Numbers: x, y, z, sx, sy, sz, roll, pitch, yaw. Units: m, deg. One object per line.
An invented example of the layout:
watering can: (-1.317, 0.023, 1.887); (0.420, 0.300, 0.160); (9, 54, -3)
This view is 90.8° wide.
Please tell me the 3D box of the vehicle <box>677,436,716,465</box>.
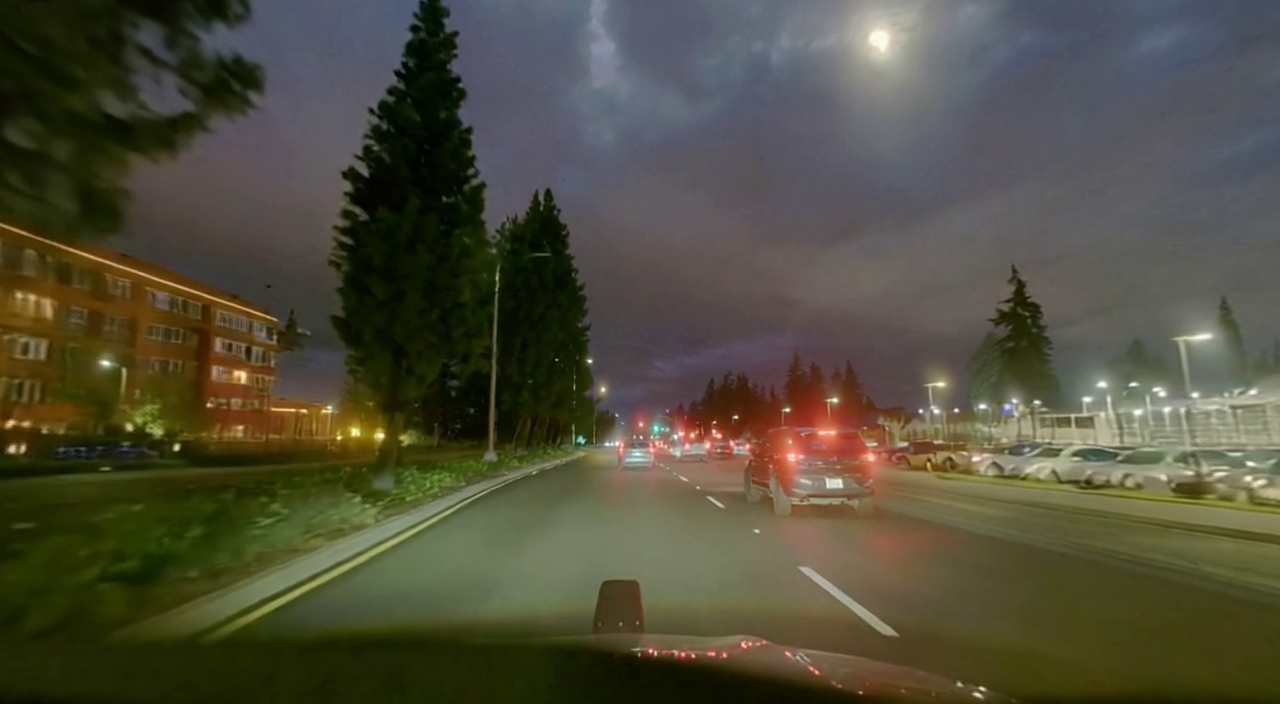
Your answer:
vehicle: (3.506, 6.205, 39.778); (1.976, 1.725, 4.159); (0, -9, -1)

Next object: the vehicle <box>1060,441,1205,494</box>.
vehicle: (17.420, 4.070, 22.368); (4.369, 1.689, 2.230); (5, -11, -26)

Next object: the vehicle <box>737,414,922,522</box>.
vehicle: (3.571, 2.328, 13.143); (2.235, 1.806, 4.818); (0, -9, -1)

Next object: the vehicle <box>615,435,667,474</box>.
vehicle: (-0.005, 4.493, 27.777); (2.145, 1.572, 4.021); (0, -9, -1)

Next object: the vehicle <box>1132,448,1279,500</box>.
vehicle: (17.468, 3.706, 19.524); (3.922, 1.444, 1.834); (4, -10, -25)
